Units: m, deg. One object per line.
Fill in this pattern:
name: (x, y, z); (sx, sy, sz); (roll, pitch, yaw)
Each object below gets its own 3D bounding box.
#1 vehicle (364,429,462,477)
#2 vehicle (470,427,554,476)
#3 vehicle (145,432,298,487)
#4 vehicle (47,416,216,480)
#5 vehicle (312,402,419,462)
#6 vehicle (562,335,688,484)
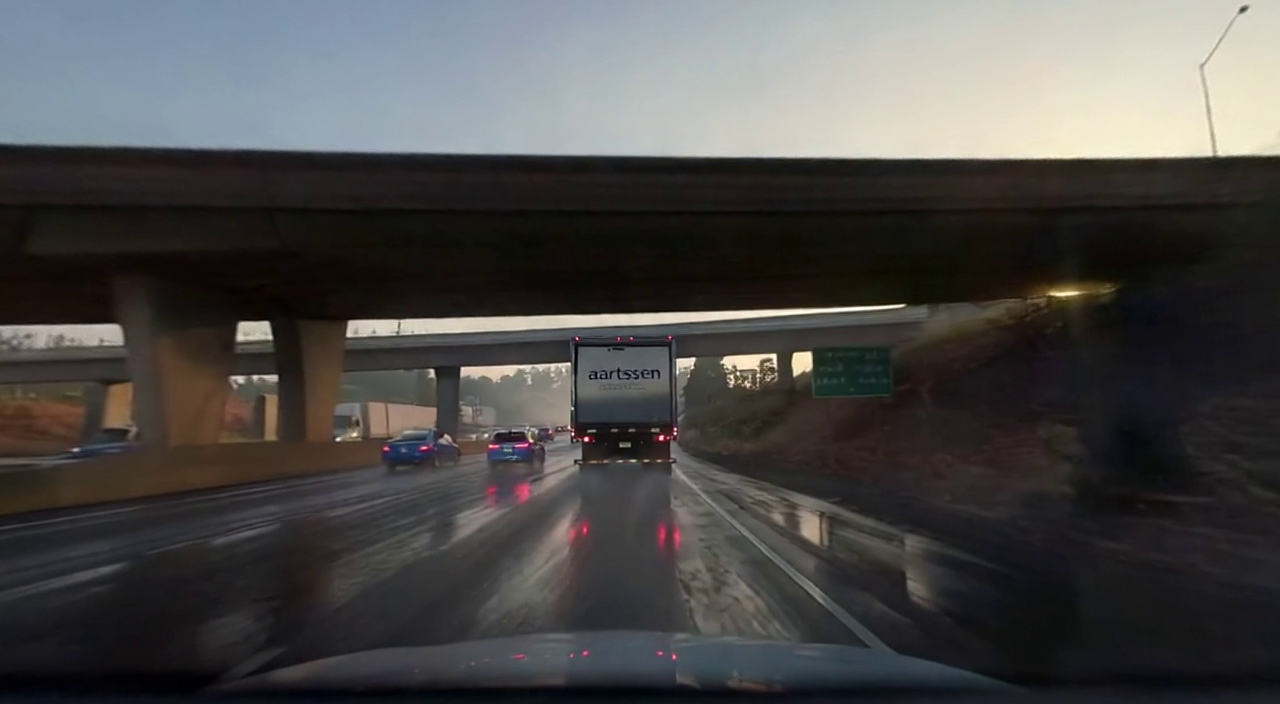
vehicle: (-8.167, 3.647, 23.056); (1.944, 1.565, 4.383); (0, -8, 0)
vehicle: (-4.653, 3.678, 23.689); (2.052, 1.639, 4.894); (0, -8, 1)
vehicle: (-16.355, 4.193, 25.069); (2.287, 1.926, 5.514); (0, -8, 0)
vehicle: (-24.019, 4.550, 30.283); (2.292, 2.693, 6.952); (0, -8, 0)
vehicle: (-20.025, 5.988, 46.953); (3.092, 3.956, 10.559); (0, -8, 1)
vehicle: (-0.514, 2.272, 22.750); (3.442, 4.106, 10.719); (0, -8, -1)
